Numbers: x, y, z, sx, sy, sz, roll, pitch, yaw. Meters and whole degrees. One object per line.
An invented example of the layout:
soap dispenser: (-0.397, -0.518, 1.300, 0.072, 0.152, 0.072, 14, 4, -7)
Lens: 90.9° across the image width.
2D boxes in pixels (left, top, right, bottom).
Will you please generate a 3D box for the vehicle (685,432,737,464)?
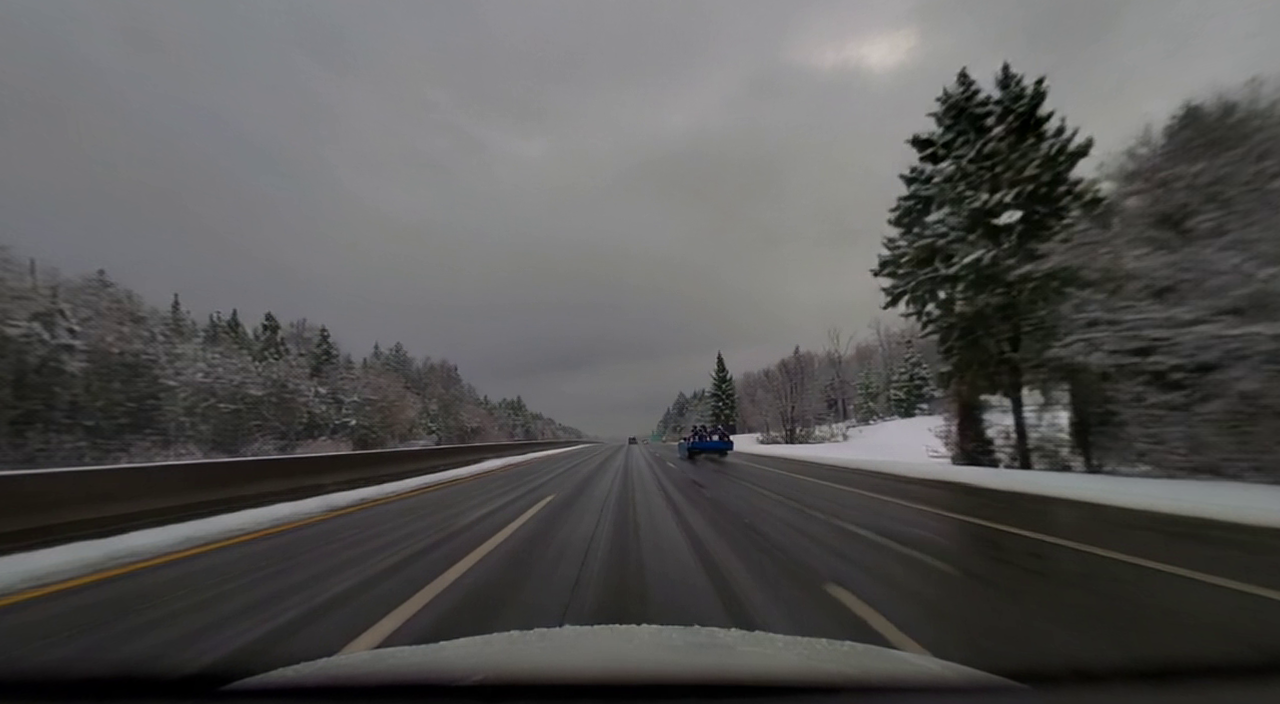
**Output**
vehicle: (3.393, 4.656, 30.911, 1.911, 1.449, 3.776, 0, -8, -3)

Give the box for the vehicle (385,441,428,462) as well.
vehicle: (-17.608, 7.509, 47.696, 1.745, 1.427, 3.798, 0, -8, 0)
